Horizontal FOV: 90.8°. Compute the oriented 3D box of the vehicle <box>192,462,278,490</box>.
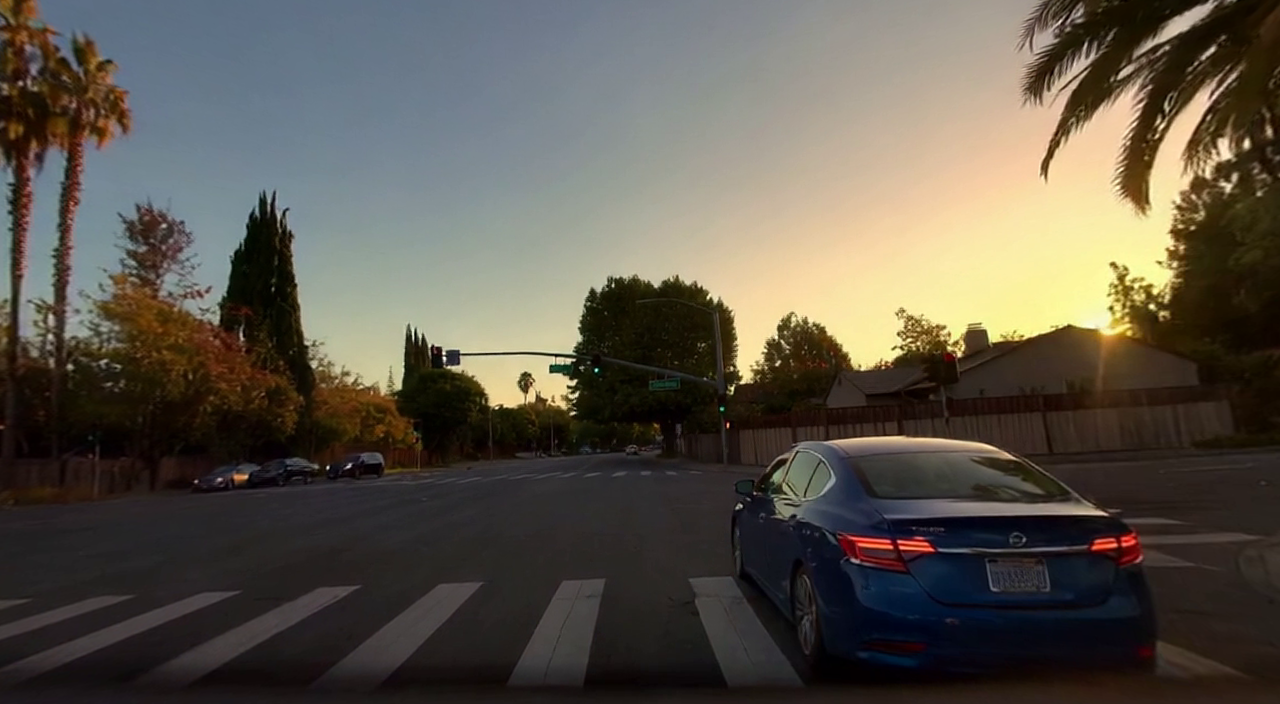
[{"bbox_3d":[-24.097,7.362,37.843,2.019,1.427,4.630,0,-9,1],"label":"vehicle"}]

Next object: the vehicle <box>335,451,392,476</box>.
[{"bbox_3d":[-19.893,7.996,45.628,1.929,1.644,4.763,0,-9,1],"label":"vehicle"}]

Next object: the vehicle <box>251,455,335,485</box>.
[{"bbox_3d":[-20.048,6.804,36.768,2.084,1.528,4.778,-1,-9,2],"label":"vehicle"}]
